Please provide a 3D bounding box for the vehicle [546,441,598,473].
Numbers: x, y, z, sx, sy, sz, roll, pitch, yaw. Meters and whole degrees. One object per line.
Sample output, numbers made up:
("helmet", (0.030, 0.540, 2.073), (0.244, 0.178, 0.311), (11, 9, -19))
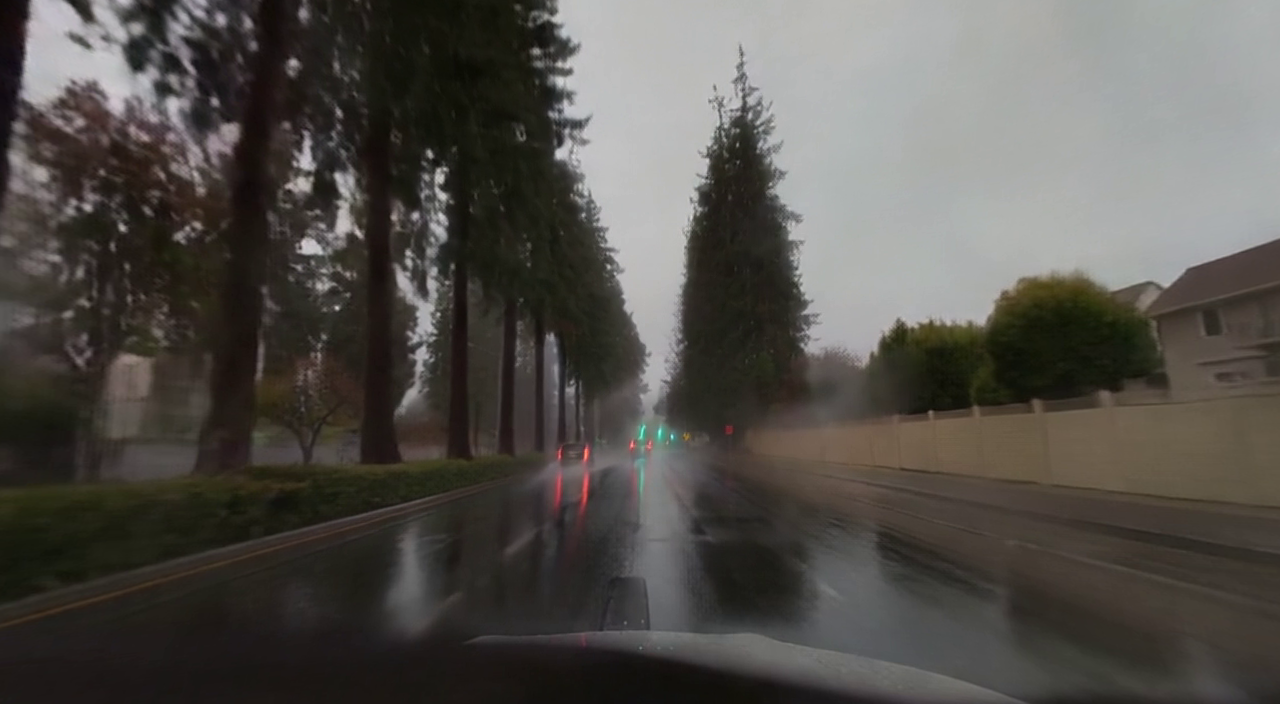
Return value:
("vehicle", (-3.212, 5.088, 30.742), (2.021, 1.466, 4.330), (0, -9, 1))
